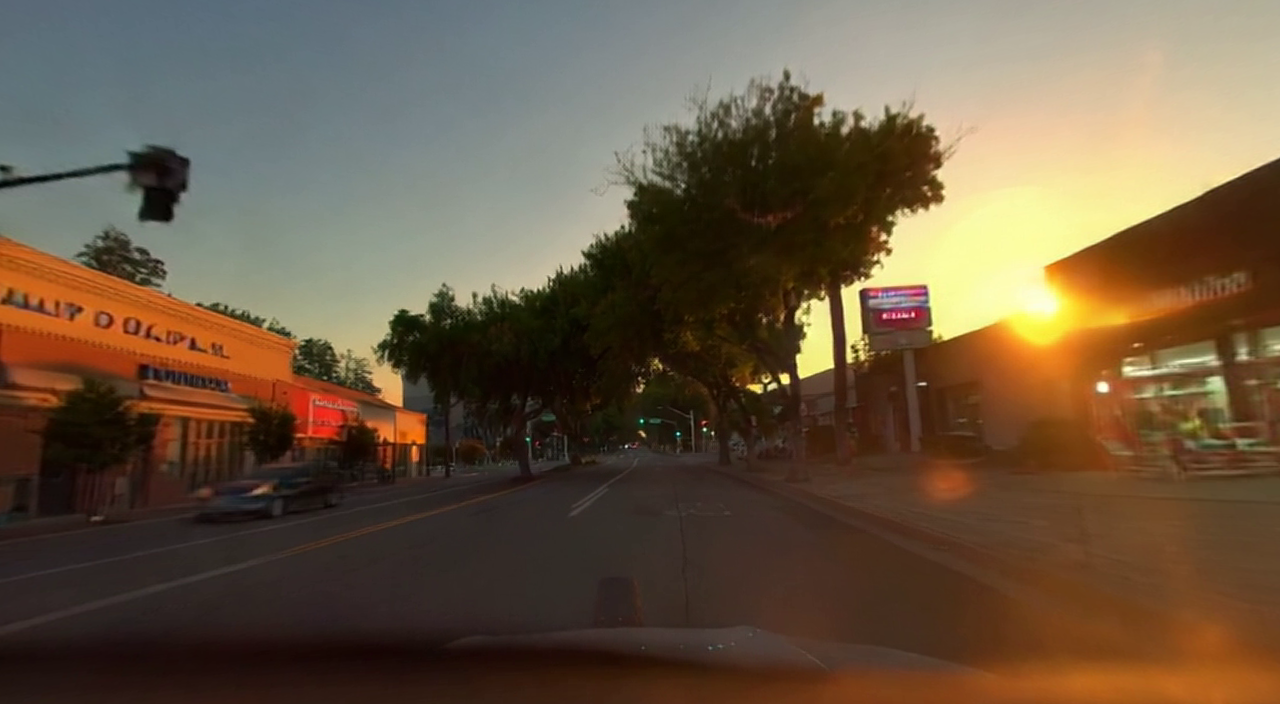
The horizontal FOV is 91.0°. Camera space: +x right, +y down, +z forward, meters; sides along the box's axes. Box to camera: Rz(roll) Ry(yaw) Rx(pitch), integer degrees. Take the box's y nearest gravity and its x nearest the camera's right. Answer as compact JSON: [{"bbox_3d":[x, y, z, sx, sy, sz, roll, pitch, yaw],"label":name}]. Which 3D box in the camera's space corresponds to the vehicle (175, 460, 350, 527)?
[{"bbox_3d":[-10.255,3.843,17.601,1.889,1.499,4.541,-1,-9,3],"label":"vehicle"}]
